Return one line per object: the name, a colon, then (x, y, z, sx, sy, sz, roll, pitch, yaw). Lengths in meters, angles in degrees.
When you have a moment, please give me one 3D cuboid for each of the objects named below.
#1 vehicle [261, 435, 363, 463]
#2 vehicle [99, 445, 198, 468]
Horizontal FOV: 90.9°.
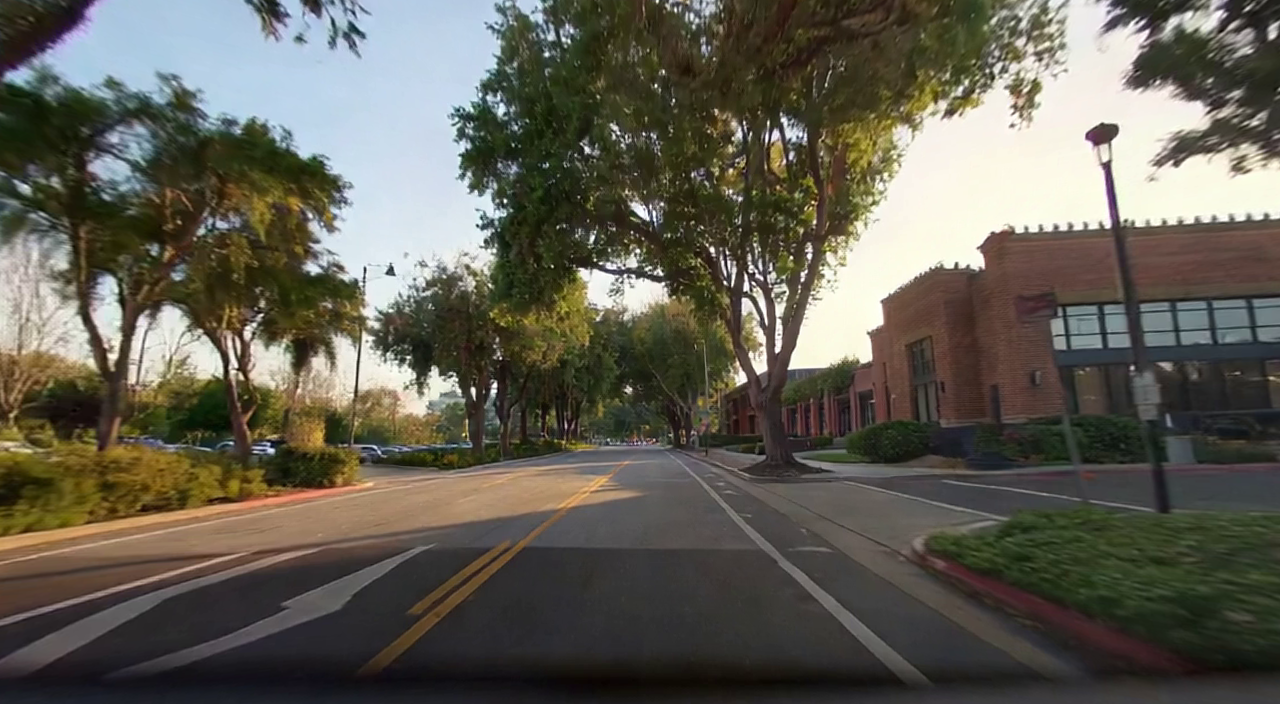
vehicle: (-18.937, 5.609, 36.535, 4.699, 1.558, 2.113, -1, -9, 4)
vehicle: (-32.716, 6.979, 42.073, 4.704, 1.448, 2.199, 0, -8, -2)
